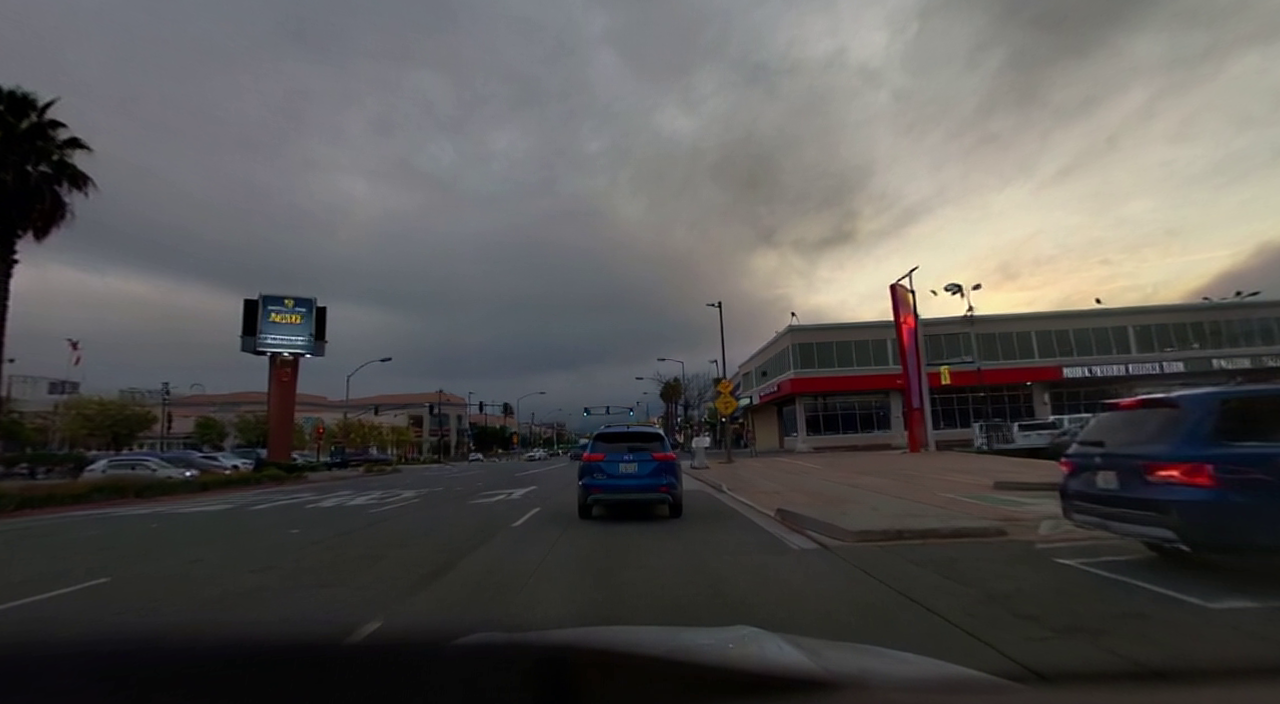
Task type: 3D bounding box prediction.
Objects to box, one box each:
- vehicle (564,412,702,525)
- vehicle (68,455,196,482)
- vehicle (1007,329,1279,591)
[{"bbox_3d":[-0.157,2.181,12.231,2.234,1.818,3.869,0,-9,-1],"label":"vehicle"},{"bbox_3d":[-28.127,6.476,35.202,5.154,1.343,1.943,4,-9,-24],"label":"vehicle"},{"bbox_3d":[6.231,0.860,5.331,4.828,1.733,2.231,0,-9,0],"label":"vehicle"}]
